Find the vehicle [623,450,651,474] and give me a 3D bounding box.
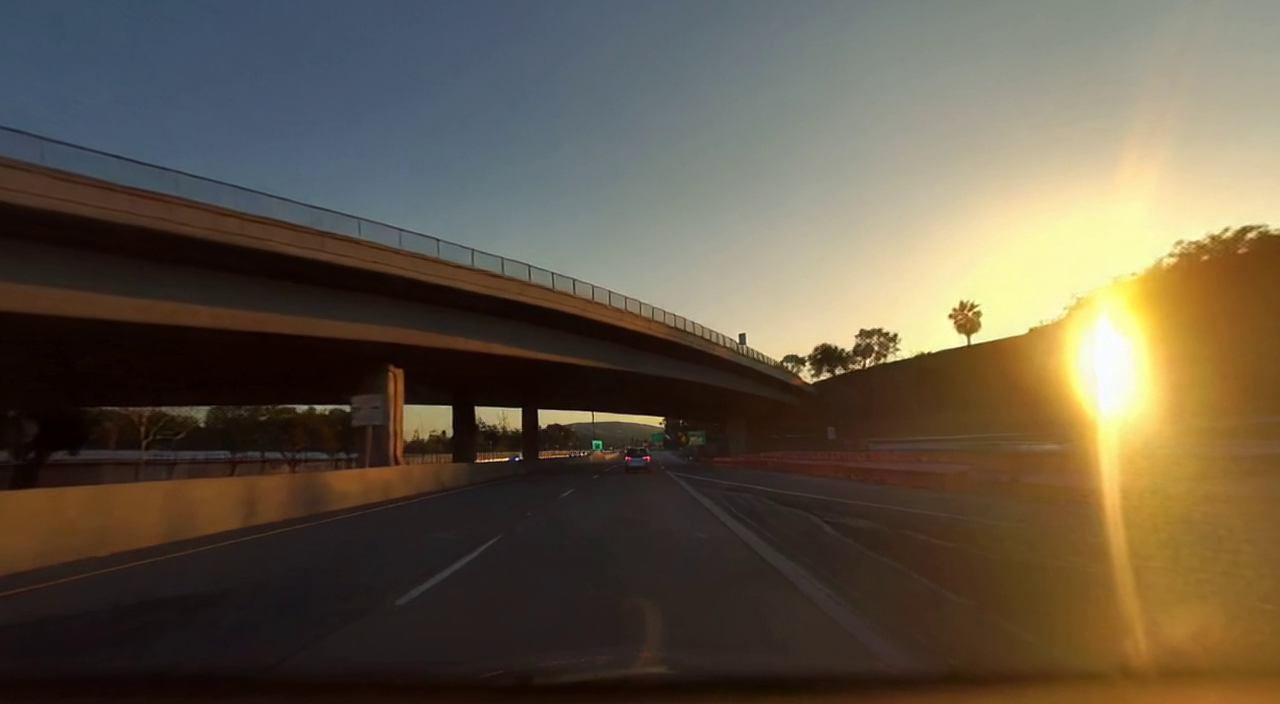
[{"bbox_3d":[-0.174,6.949,39.894,1.695,1.437,3.506,0,-9,1],"label":"vehicle"}]
